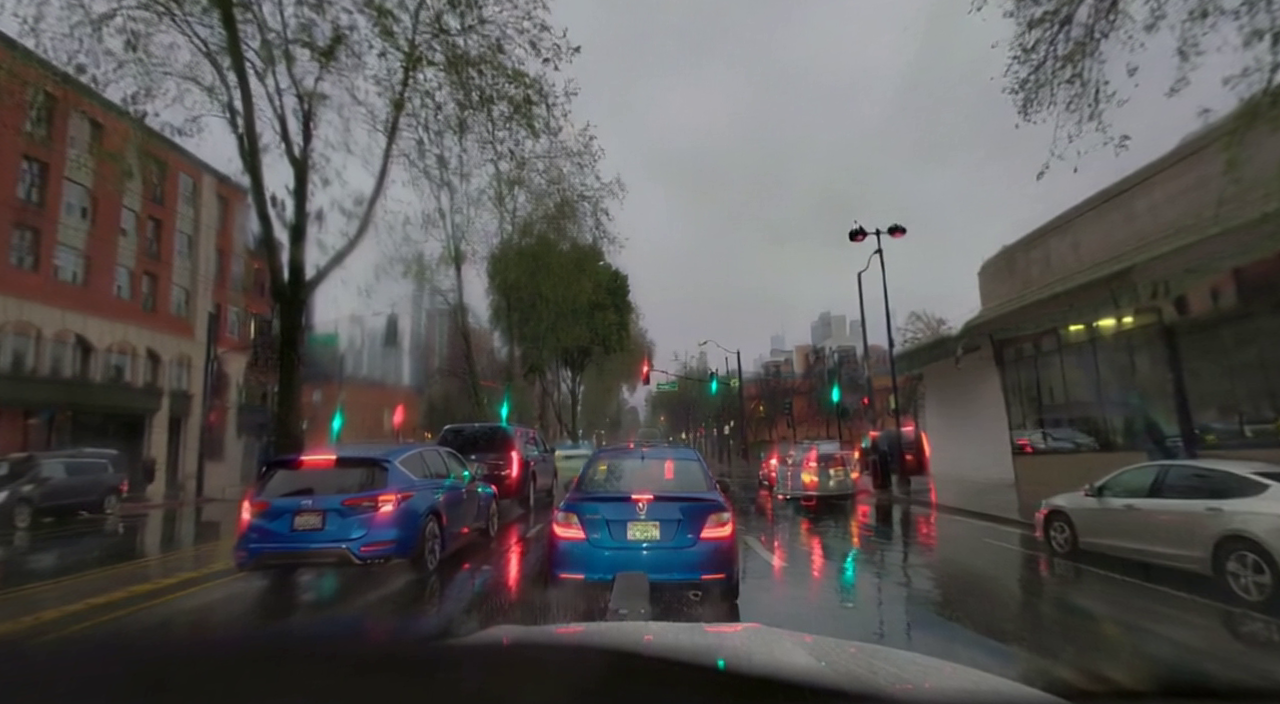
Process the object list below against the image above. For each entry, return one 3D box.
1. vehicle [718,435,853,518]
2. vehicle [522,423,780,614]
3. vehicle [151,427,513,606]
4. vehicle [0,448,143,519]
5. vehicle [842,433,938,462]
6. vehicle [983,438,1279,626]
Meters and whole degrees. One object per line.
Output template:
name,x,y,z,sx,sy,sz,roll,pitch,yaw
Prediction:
vehicle,2.981,2.632,13.843,2.018,1.529,3.880,0,-9,0
vehicle,0.081,1.589,6.822,2.022,1.481,3.564,0,-9,0
vehicle,-3.011,1.698,7.406,2.131,1.486,4.089,0,-9,1
vehicle,-16.237,3.442,17.004,1.914,1.690,4.461,0,-9,1
vehicle,16.359,6.268,41.510,5.345,1.811,2.175,0,-9,-1
vehicle,5.964,1.701,6.877,1.873,1.453,4.579,0,-9,0
